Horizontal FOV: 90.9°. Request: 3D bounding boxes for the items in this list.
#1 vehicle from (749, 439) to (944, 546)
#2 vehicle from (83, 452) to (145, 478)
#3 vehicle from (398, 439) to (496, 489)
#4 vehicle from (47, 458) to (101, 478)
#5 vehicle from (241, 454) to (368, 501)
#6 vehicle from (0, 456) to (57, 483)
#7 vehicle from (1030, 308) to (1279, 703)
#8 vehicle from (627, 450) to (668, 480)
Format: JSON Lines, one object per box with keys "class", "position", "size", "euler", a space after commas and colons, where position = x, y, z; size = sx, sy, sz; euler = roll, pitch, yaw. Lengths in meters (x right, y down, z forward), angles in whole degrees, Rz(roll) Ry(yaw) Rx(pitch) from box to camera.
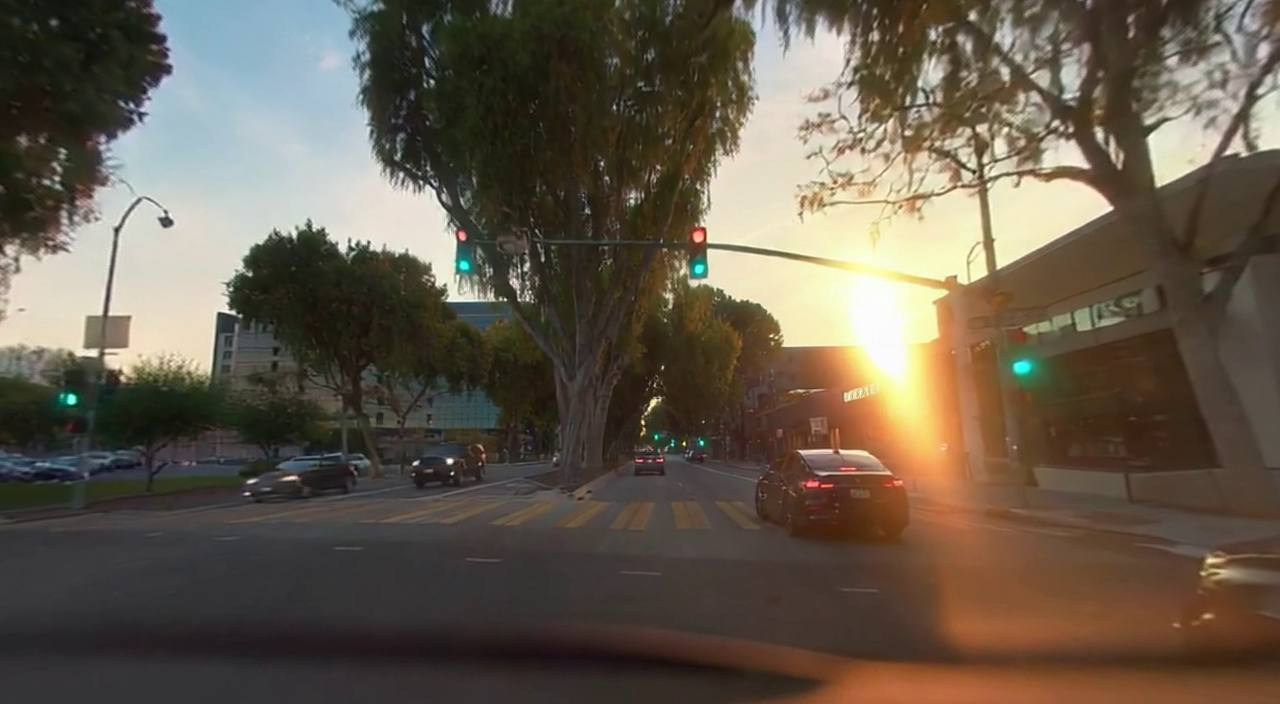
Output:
{"class": "vehicle", "position": [3.279, 2.295, 10.996], "size": [1.989, 1.498, 4.050], "euler": [0, -8, -1]}
{"class": "vehicle", "position": [-41.174, 8.800, 49.459], "size": [1.843, 1.902, 4.182], "euler": [2, -9, -12]}
{"class": "vehicle", "position": [-8.178, 4.784, 27.456], "size": [2.329, 1.921, 5.842], "euler": [0, -8, 1]}
{"class": "vehicle", "position": [-44.480, 9.096, 49.594], "size": [1.681, 1.455, 4.021], "euler": [2, -10, -20]}
{"class": "vehicle", "position": [-11.986, 4.497, 22.978], "size": [2.022, 1.459, 4.670], "euler": [0, -8, 1]}
{"class": "vehicle", "position": [-44.373, 8.249, 44.435], "size": [4.430, 1.765, 2.075], "euler": [0, -9, 1]}
{"class": "vehicle", "position": [3.098, 0.590, 0.962], "size": [2.143, 1.759, 4.531], "euler": [0, -9, 1]}
{"class": "vehicle", "position": [0.365, 5.596, 31.455], "size": [1.945, 1.343, 3.827], "euler": [0, -8, 1]}
